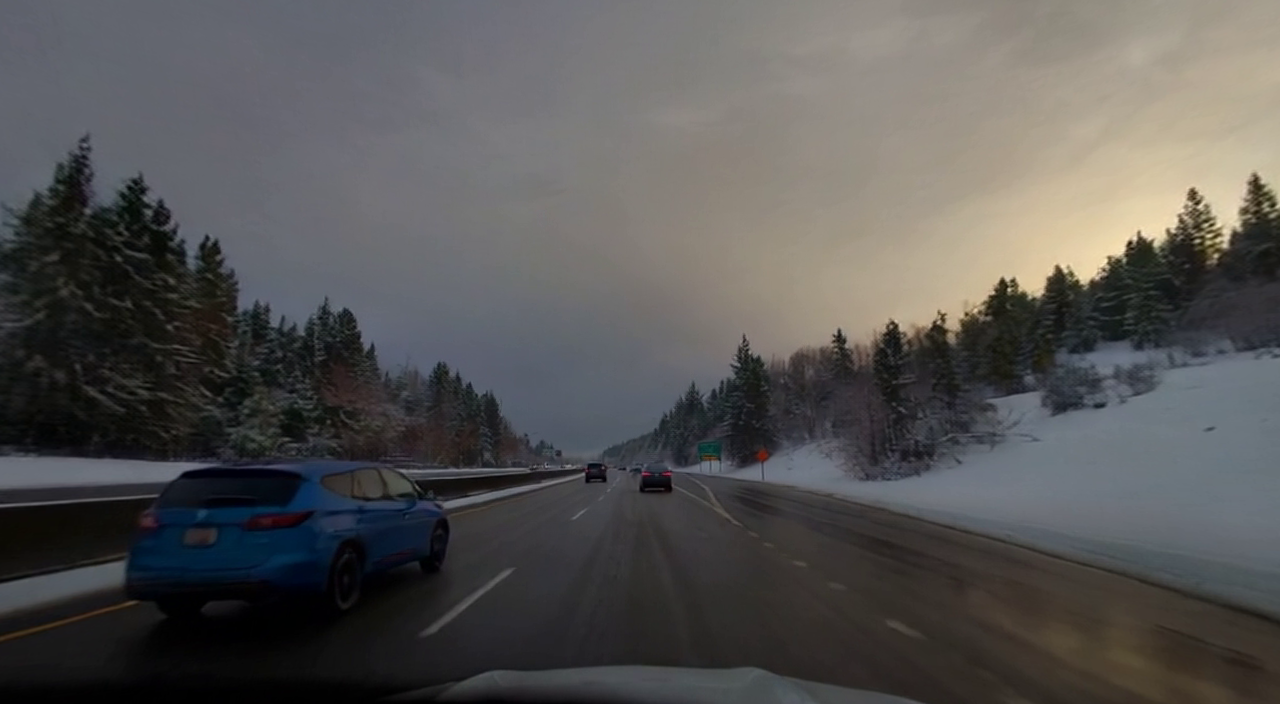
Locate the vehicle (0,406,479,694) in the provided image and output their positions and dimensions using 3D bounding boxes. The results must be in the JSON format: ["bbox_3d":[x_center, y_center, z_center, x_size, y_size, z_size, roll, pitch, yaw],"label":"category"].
[{"bbox_3d":[-3.333,1.607,6.175,2.176,1.678,4.724,0,-11,1],"label":"vehicle"}]

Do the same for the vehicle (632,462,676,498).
[{"bbox_3d":[0.620,6.004,29.627,1.905,1.559,3.491,1,-11,-1],"label":"vehicle"}]
